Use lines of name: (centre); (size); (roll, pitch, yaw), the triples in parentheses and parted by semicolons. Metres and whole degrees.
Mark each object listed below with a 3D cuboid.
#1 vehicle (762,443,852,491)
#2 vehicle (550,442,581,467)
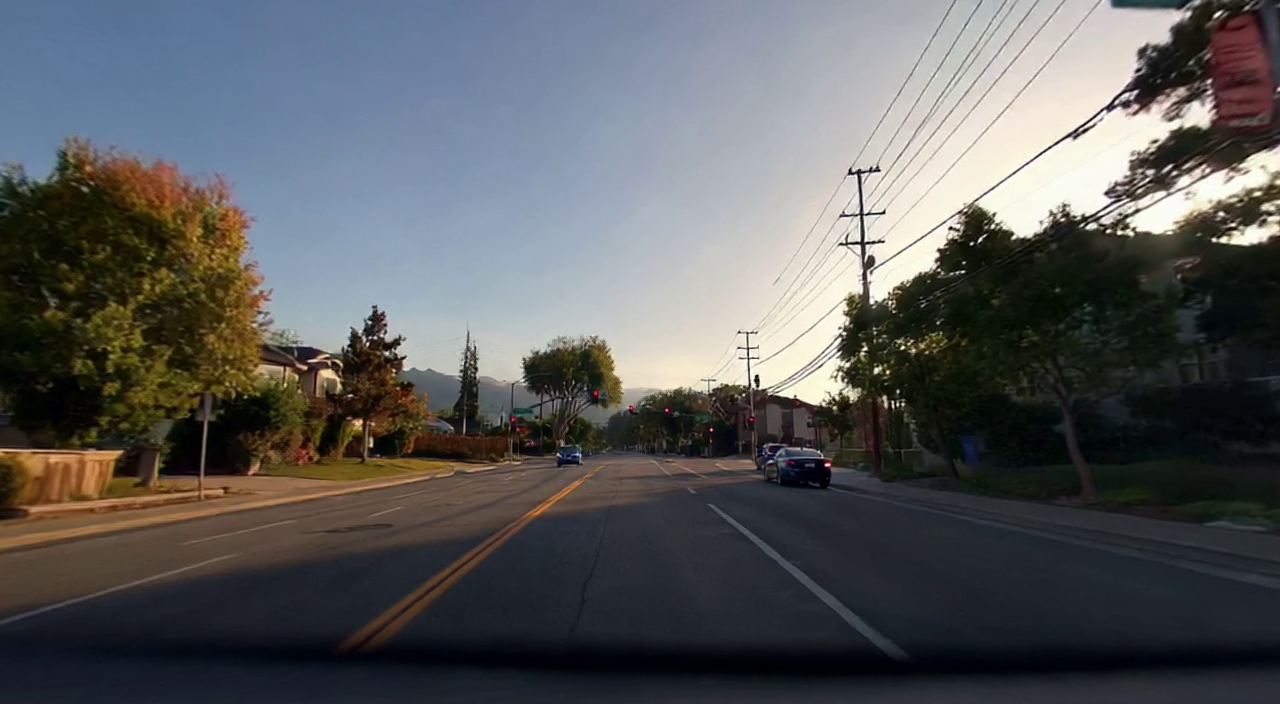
vehicle: (5.713, 3.954, 22.134); (2.040, 1.475, 4.389); (0, -8, 1)
vehicle: (-5.641, 7.854, 48.371); (2.012, 1.778, 4.990); (0, -8, -3)
